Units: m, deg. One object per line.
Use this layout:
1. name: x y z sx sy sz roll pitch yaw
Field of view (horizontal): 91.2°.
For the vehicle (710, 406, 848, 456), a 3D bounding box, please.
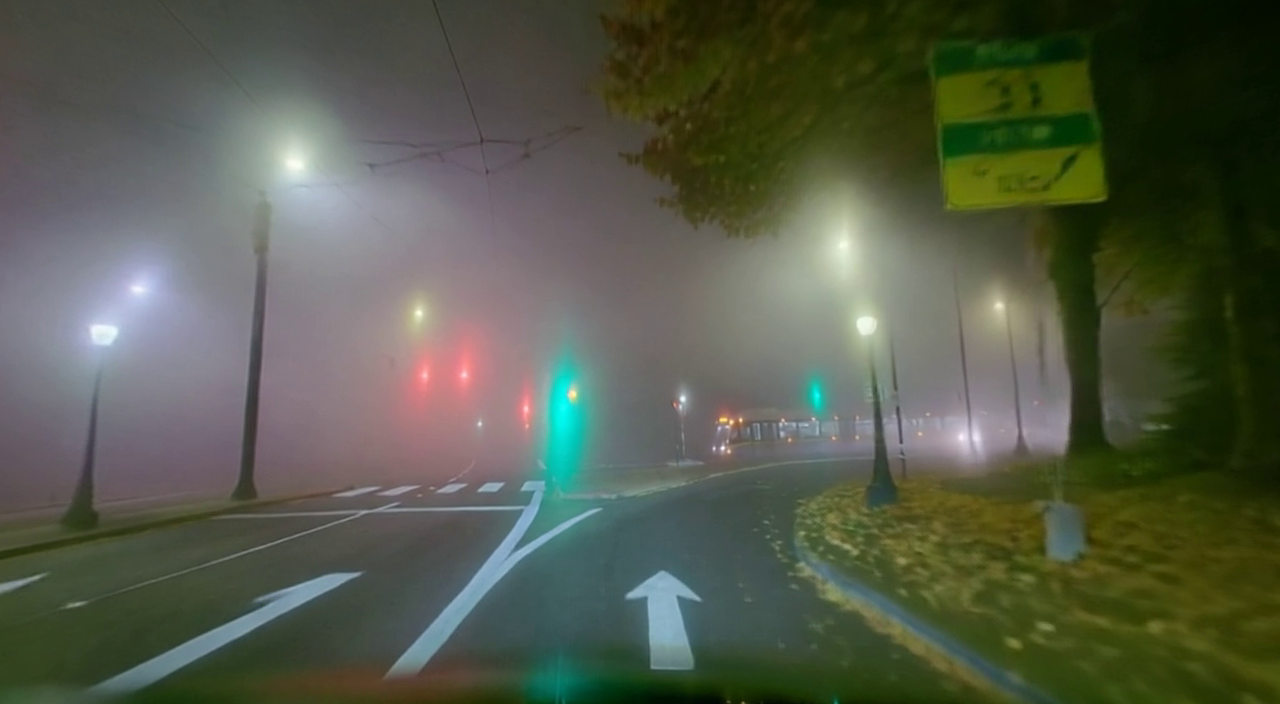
1. vehicle: 11.007 6.340 49.839 10.391 3.725 2.904 2 -9 -14
